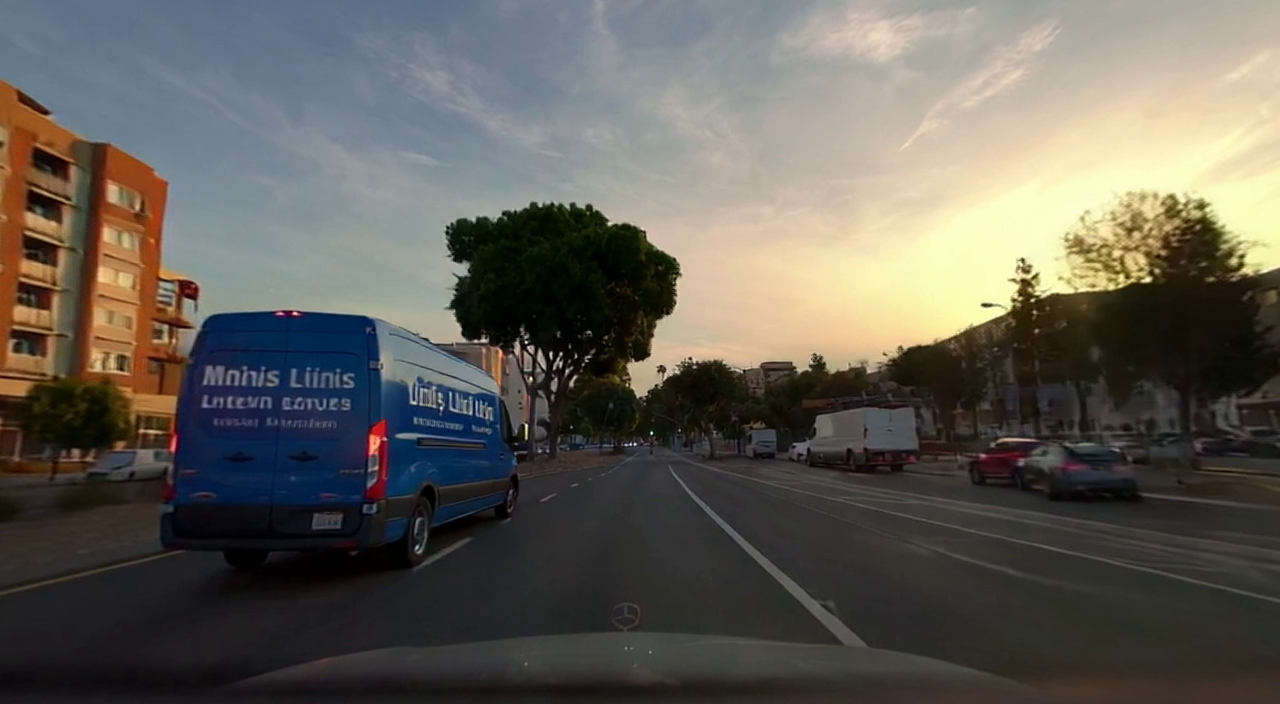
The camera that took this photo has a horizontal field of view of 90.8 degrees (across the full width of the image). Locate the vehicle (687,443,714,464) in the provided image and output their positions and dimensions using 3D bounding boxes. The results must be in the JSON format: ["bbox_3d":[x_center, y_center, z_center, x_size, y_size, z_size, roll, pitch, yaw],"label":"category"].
[{"bbox_3d":[4.617,7.769,48.468,1.878,1.534,4.120,-1,-8,3],"label":"vehicle"}]

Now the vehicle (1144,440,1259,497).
[{"bbox_3d":[16.380,3.321,18.369,4.307,1.438,1.923,8,-12,-42],"label":"vehicle"}]

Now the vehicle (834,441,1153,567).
[{"bbox_3d":[4.888,2.141,9.901,2.127,1.439,5.034,0,-8,0],"label":"vehicle"}]

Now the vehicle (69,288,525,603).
[{"bbox_3d":[-3.884,1.386,9.789,2.763,2.974,7.562,0,-8,0],"label":"vehicle"}]

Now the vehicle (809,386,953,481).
[{"bbox_3d":[9.179,3.306,25.272,2.882,3.208,7.609,0,-8,1],"label":"vehicle"}]
